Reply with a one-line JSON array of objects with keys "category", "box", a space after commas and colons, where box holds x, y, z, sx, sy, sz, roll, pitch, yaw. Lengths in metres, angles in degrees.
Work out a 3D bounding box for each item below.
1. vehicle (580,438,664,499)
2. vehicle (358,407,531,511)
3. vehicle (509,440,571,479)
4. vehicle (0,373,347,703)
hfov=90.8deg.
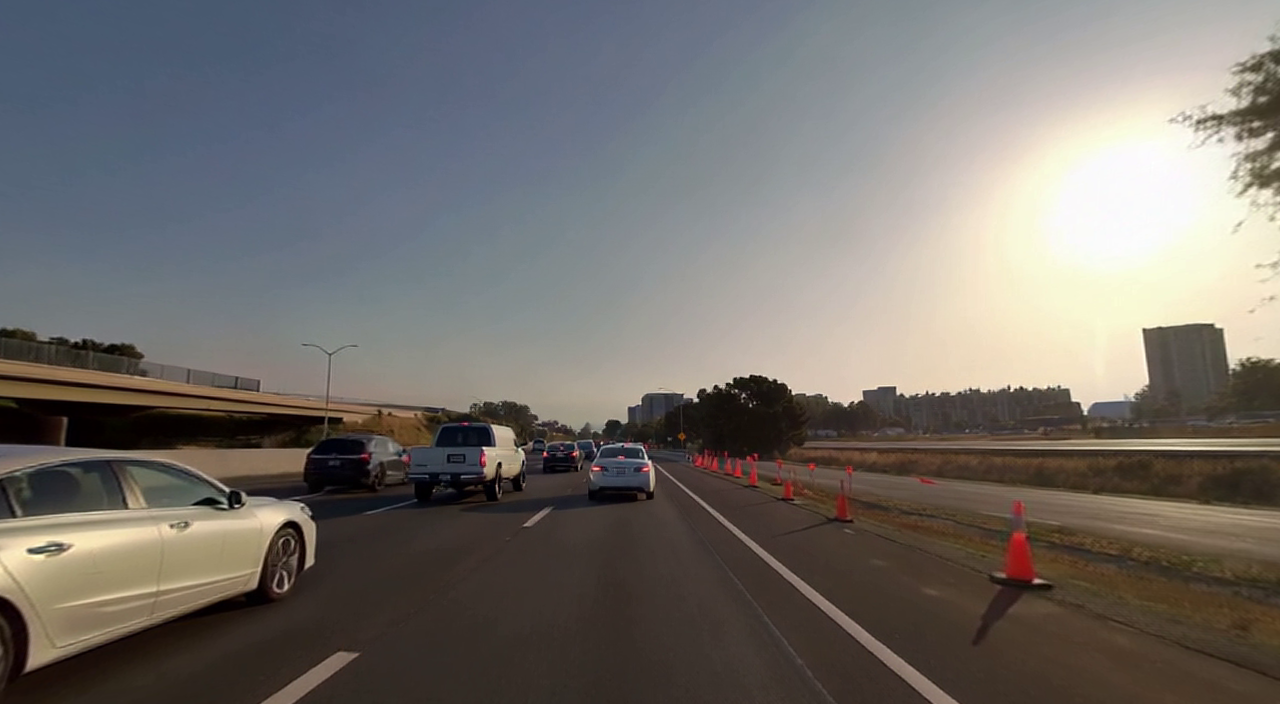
[{"category": "vehicle", "box": [-0.473, 3.160, 17.594, 2.069, 1.484, 3.918, 0, -9, -1]}, {"category": "vehicle", "box": [-4.294, 2.514, 15.209, 2.324, 2.012, 5.740, 0, -9, 0]}, {"category": "vehicle", "box": [-3.995, 4.353, 25.901, 1.824, 1.459, 4.007, 0, -9, 1]}, {"category": "vehicle", "box": [-3.888, 1.053, 3.835, 2.041, 1.604, 4.384, 0, -9, 1]}]
